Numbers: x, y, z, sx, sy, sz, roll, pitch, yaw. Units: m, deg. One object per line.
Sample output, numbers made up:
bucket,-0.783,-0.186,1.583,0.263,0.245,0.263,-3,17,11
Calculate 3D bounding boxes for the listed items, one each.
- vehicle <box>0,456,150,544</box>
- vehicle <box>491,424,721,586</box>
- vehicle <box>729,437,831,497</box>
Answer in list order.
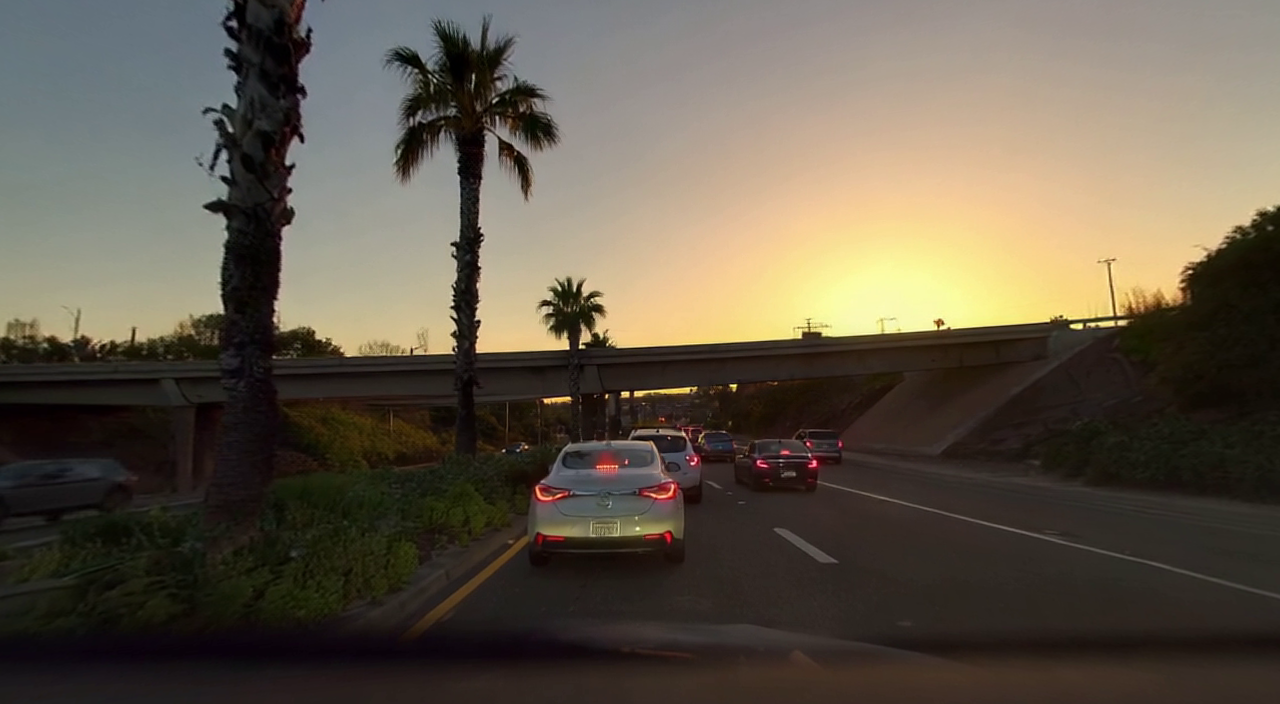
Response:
vehicle,-12.285,2.813,12.166,1.933,1.486,4.449,0,-9,0
vehicle,-0.256,1.750,8.004,2.172,1.506,4.018,0,-9,2
vehicle,3.933,3.313,18.548,2.034,1.517,4.840,0,-9,2
